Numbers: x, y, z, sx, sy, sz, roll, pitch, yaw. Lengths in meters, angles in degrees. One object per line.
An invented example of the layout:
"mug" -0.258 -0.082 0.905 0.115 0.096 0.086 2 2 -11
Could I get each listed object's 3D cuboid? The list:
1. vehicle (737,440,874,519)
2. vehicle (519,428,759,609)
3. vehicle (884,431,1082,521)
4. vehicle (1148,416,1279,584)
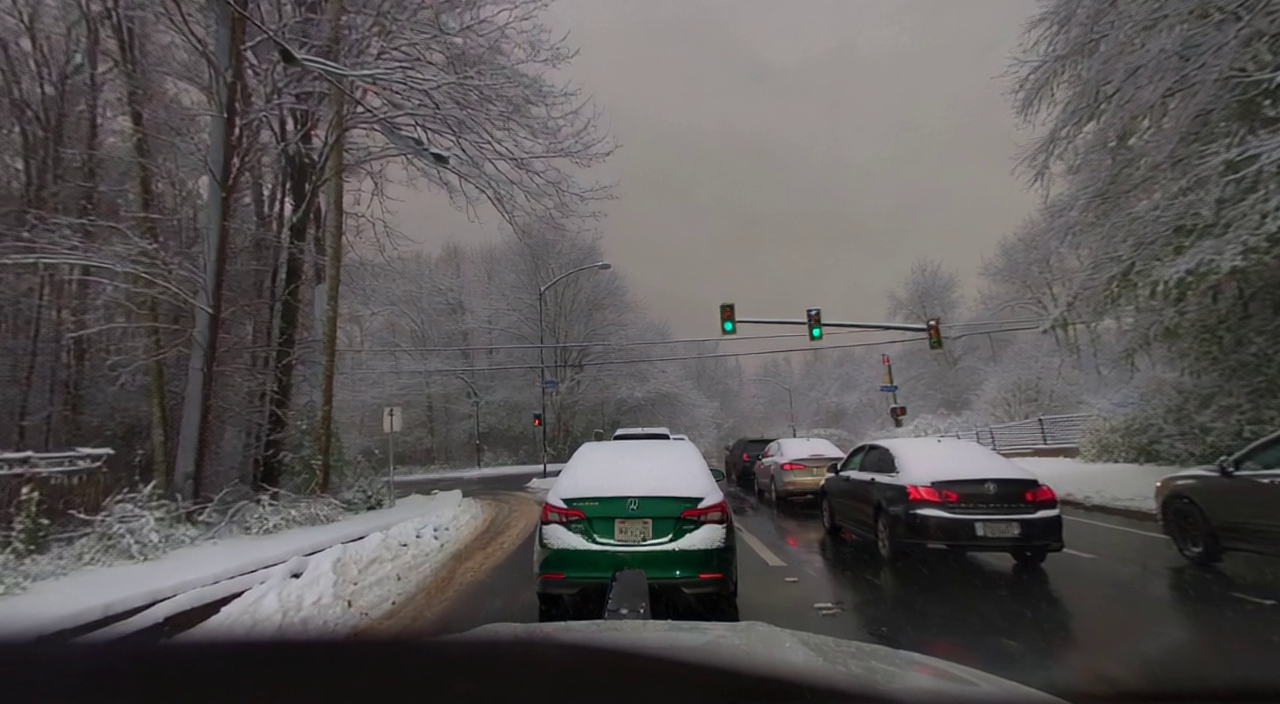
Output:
"vehicle" 3.547 2.817 14.436 1.934 1.494 4.446 0 -9 0
"vehicle" 0.012 1.715 7.320 2.015 1.502 3.898 0 -9 1
"vehicle" 7.029 2.568 13.521 1.923 1.611 4.094 0 -9 0
"vehicle" 6.933 1.357 5.689 1.783 1.572 3.421 0 -9 1
